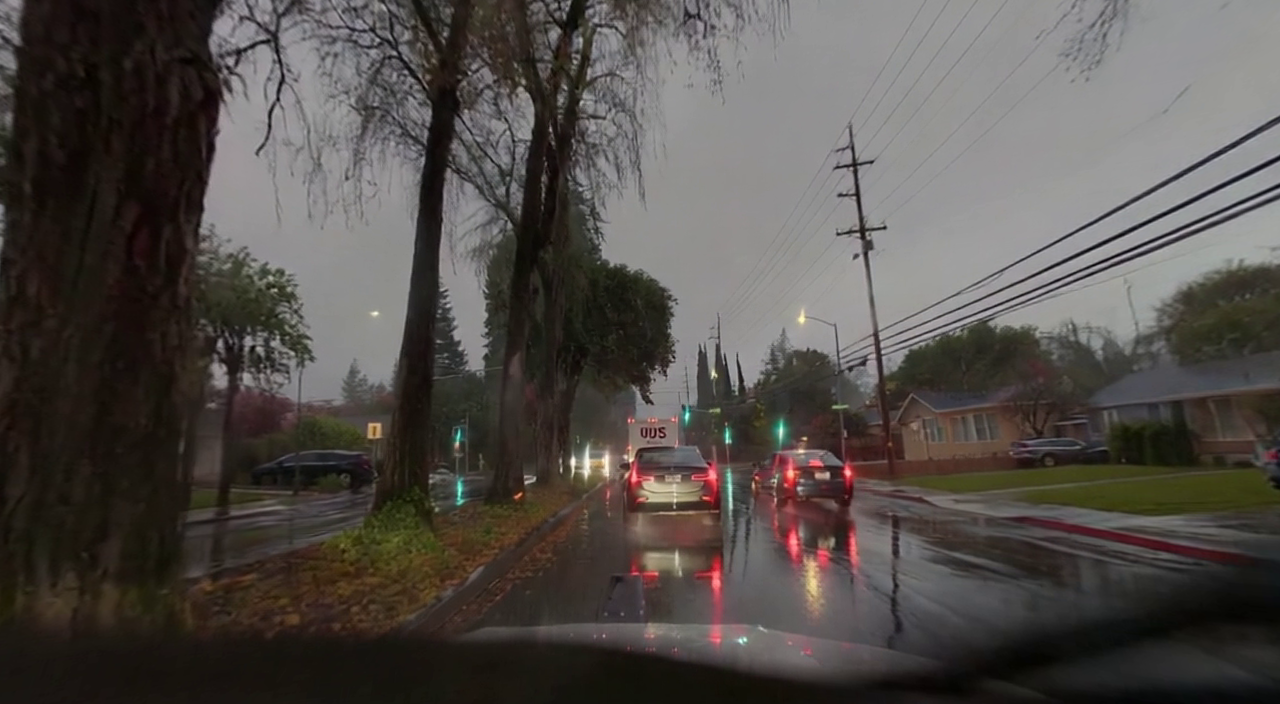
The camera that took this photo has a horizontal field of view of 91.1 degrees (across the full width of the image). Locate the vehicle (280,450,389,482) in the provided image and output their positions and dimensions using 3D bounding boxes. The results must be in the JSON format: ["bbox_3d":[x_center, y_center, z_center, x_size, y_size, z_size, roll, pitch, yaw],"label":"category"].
[{"bbox_3d":[-17.570,6.557,36.302,5.274,1.793,1.921,0,-9,2],"label":"vehicle"}]

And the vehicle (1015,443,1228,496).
[{"bbox_3d":[14.296,3.493,18.871,4.738,1.498,1.875,0,-8,2],"label":"vehicle"}]

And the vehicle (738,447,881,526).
[{"bbox_3d":[3.596,2.903,14.266,1.993,1.479,4.487,0,-8,0],"label":"vehicle"}]

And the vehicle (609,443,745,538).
[{"bbox_3d":[0.583,2.537,12.248,2.158,1.499,4.377,0,-8,0],"label":"vehicle"}]

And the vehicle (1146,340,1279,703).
[{"bbox_3d":[3.321,0.537,0.359,2.069,1.722,4.888,0,-9,2],"label":"vehicle"}]
